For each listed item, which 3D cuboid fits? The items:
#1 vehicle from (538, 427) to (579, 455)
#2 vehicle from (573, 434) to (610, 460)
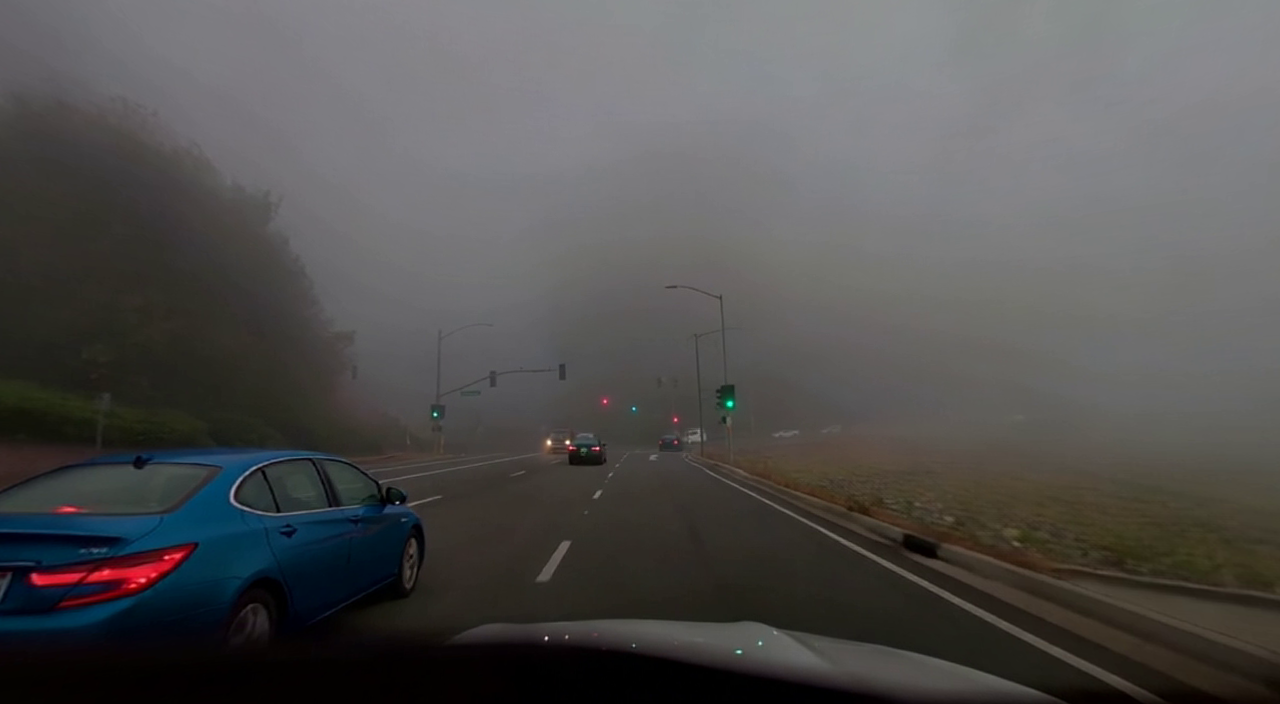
[{"bbox_3d":[-6.097,6.795,48.023,2.390,2.020,5.085,0,-9,0],"label":"vehicle"},{"bbox_3d":[-2.995,5.984,39.817,1.979,1.492,3.930,0,-9,1],"label":"vehicle"}]
